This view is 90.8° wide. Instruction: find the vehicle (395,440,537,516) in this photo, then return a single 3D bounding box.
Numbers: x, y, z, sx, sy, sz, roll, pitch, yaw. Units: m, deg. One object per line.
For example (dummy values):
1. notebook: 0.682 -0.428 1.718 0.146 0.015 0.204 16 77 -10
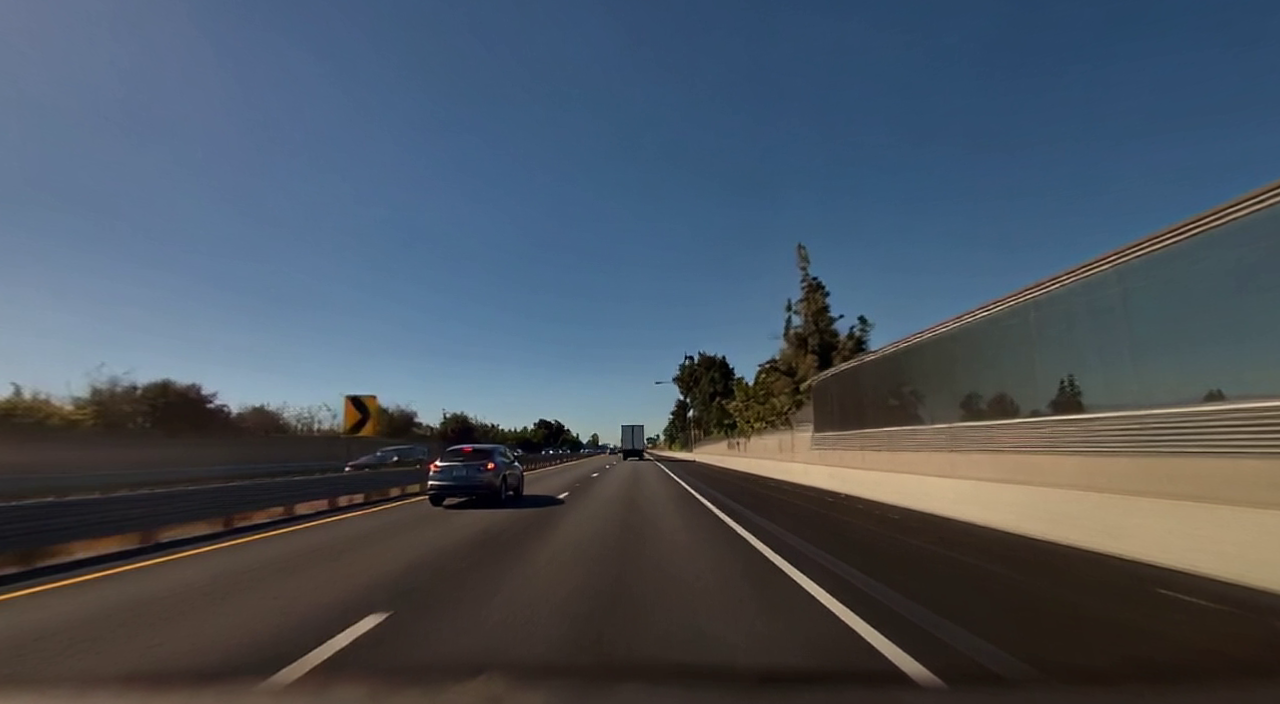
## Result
1. vehicle: -4.029 3.010 15.556 2.118 1.562 4.541 0 -9 1
